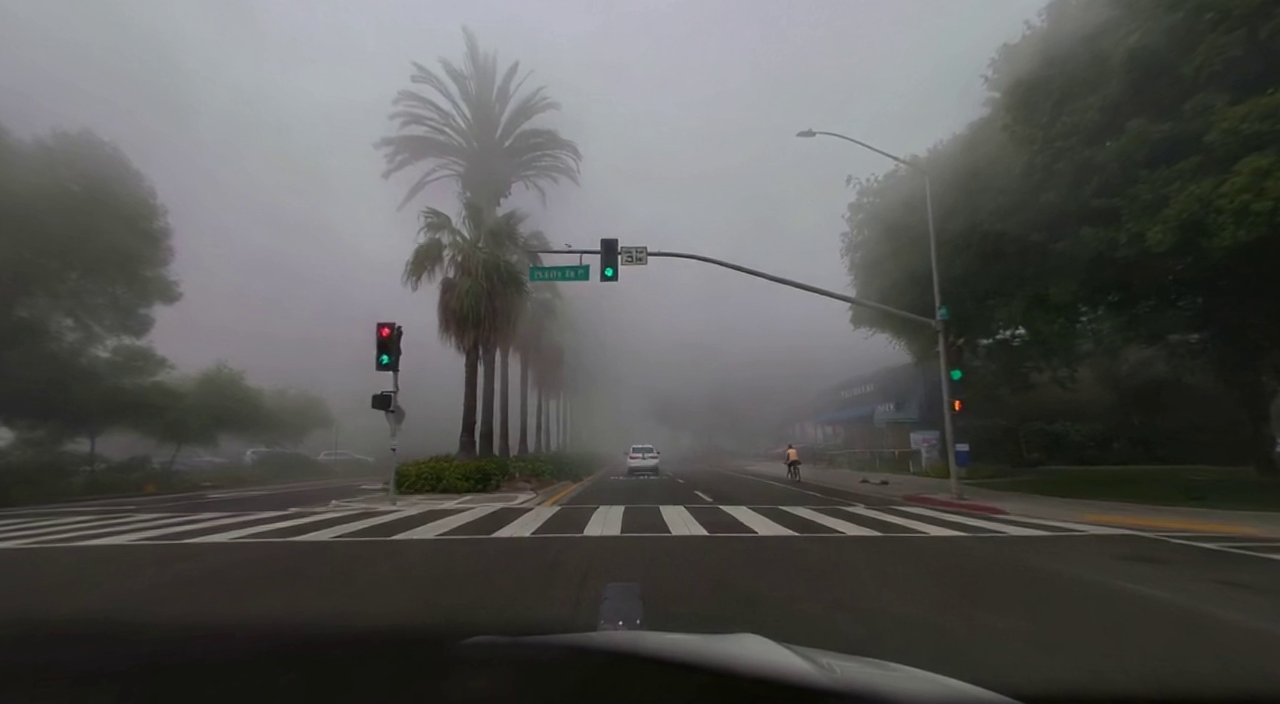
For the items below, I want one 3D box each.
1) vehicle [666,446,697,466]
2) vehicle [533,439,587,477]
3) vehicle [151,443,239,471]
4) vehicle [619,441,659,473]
[{"bbox_3d":[3.164,8.095,49.221,2.004,1.440,4.292,0,-8,-2],"label":"vehicle"},{"bbox_3d":[-3.905,5.268,31.645,2.071,1.744,4.500,0,-8,1],"label":"vehicle"},{"bbox_3d":[-34.381,8.139,48.891,5.109,2.014,2.269,-2,-10,2],"label":"vehicle"},{"bbox_3d":[-0.080,5.835,35.309,2.102,1.653,3.698,0,-9,-1],"label":"vehicle"}]
